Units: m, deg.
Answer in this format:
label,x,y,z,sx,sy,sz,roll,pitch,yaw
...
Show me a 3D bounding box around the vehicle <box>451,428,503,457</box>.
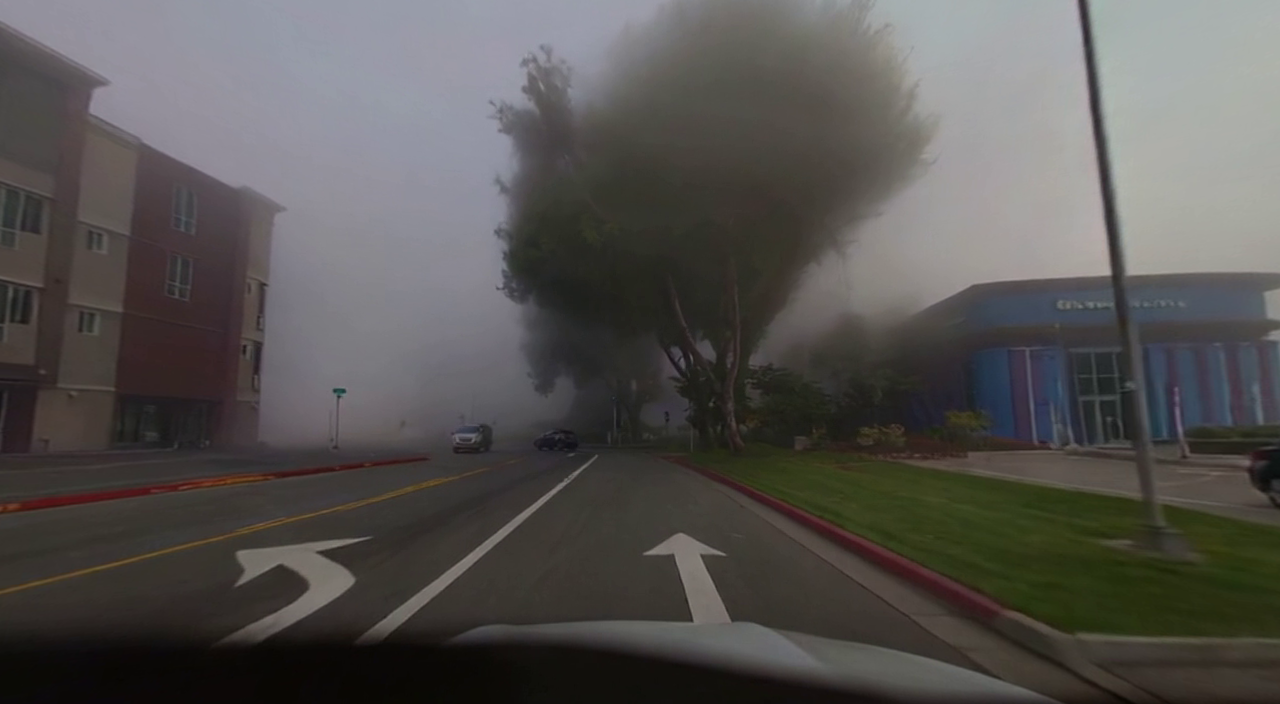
label,x,y,z,sx,sy,sz,roll,pitch,yaw
vehicle,-8.703,4.866,33.996,1.919,1.484,3.879,0,-8,-3
